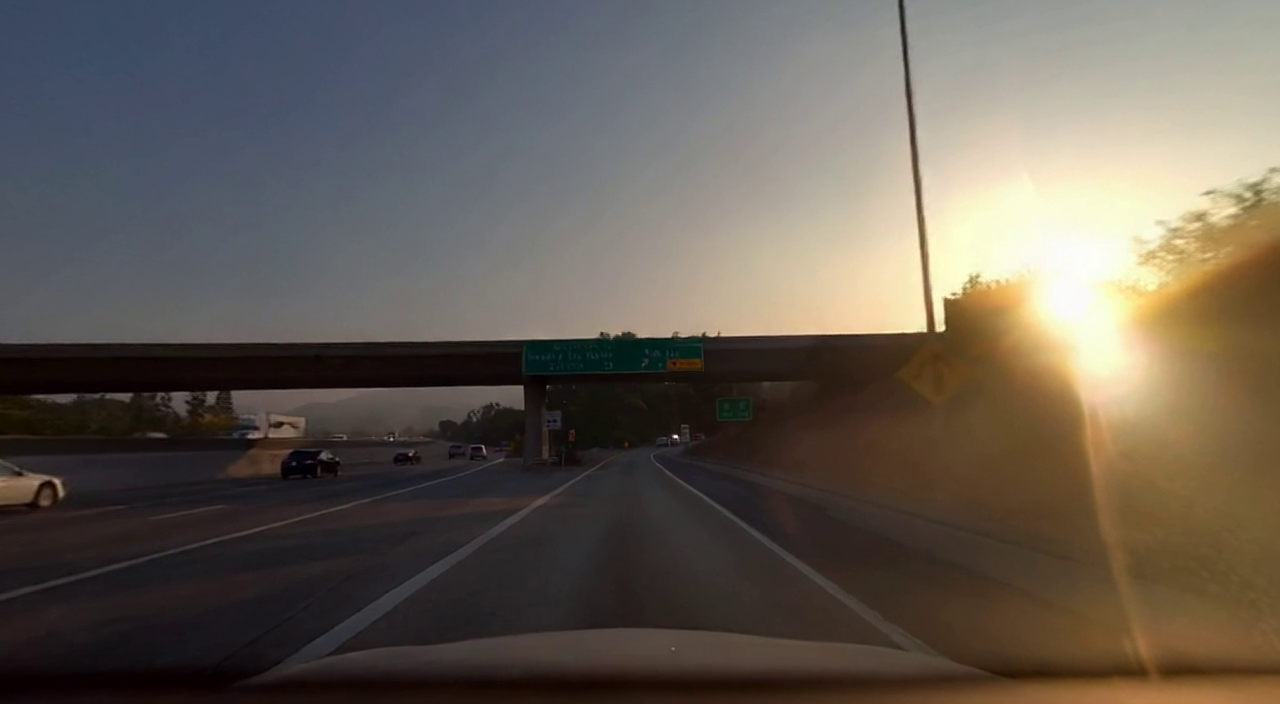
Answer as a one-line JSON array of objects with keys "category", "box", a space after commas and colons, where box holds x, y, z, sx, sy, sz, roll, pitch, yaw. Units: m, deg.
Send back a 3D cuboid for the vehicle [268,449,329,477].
[{"category": "vehicle", "box": [-23.201, 7.520, 42.958, 2.093, 1.735, 4.285, 0, -9, -6]}]
